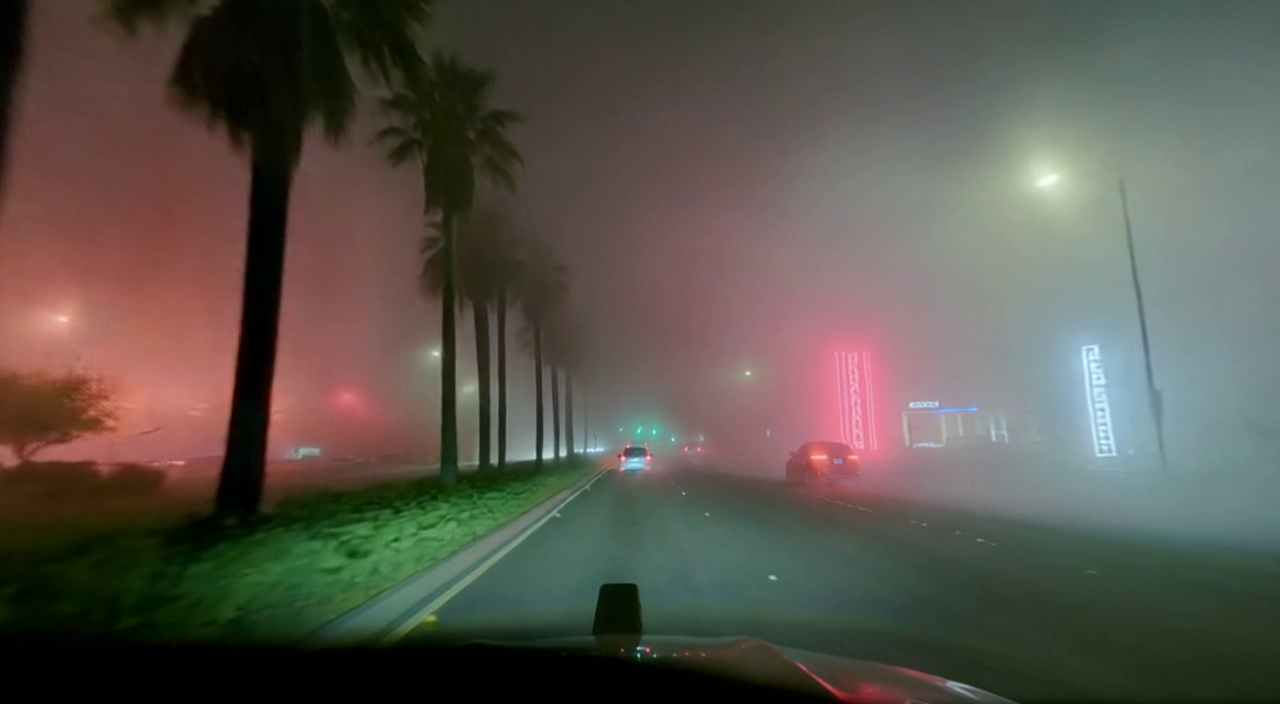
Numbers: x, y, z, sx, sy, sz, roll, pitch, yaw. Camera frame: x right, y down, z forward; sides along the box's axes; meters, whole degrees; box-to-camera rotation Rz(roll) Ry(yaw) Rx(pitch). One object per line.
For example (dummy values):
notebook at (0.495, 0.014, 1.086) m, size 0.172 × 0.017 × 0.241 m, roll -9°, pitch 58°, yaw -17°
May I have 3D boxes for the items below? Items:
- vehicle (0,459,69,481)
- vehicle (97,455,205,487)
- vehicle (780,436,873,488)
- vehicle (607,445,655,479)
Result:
vehicle at (-45.532, 8.756, 46.847) m, size 4.103 × 1.568 × 1.869 m, roll 0°, pitch -8°, yaw -1°
vehicle at (-24.408, 5.921, 31.507) m, size 3.898 × 1.459 × 1.680 m, roll 1°, pitch -8°, yaw -2°
vehicle at (6.430, 3.833, 22.202) m, size 1.949 × 1.647 × 3.894 m, roll 0°, pitch -8°, yaw -2°
vehicle at (-0.373, 4.775, 27.605) m, size 1.970 × 1.402 × 3.756 m, roll 0°, pitch -8°, yaw 0°
